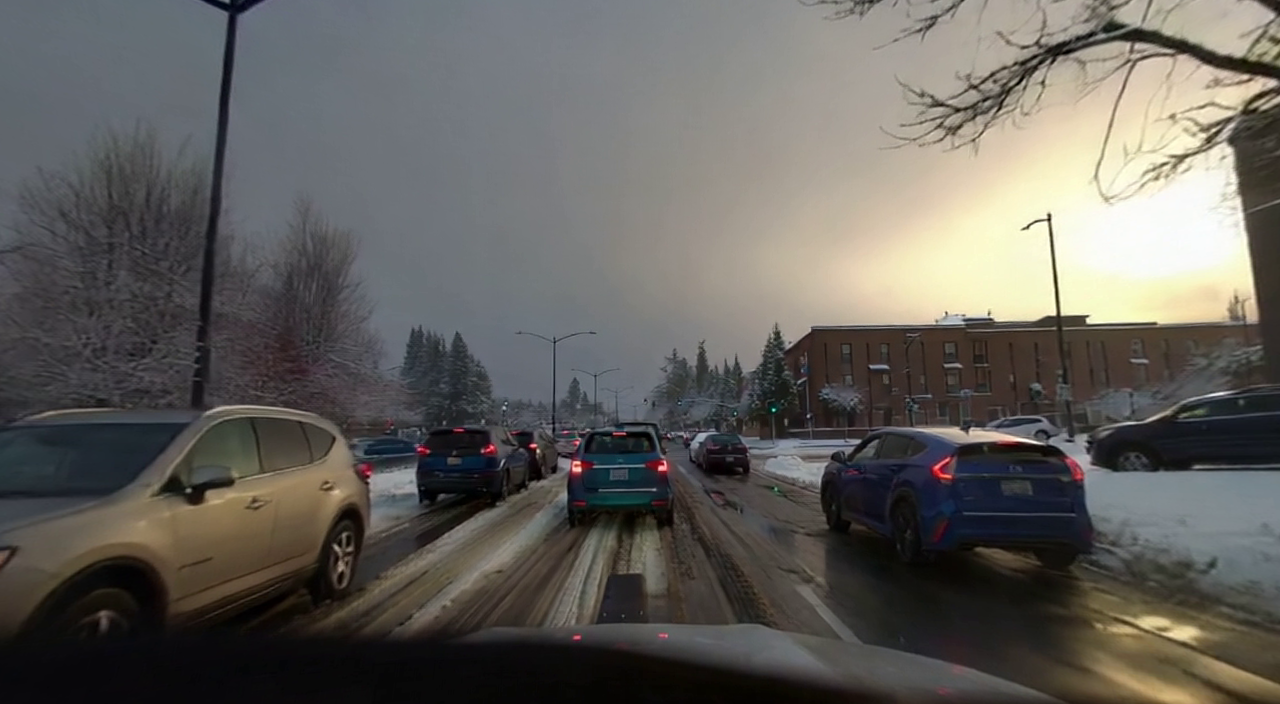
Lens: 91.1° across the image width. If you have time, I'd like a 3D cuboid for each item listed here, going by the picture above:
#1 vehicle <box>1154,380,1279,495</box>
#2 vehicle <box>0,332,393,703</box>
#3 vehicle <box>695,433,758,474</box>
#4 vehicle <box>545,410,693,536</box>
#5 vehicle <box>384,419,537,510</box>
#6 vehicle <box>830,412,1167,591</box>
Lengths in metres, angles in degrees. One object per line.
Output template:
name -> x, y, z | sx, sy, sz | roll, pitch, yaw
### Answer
vehicle -> 12.498, 1.506, 11.085 | 4.991, 1.978, 2.090 | -8, -11, 43
vehicle -> -3.440, 0.991, 3.796 | 2.047, 1.710, 4.314 | 0, -8, 1
vehicle -> 3.349, 4.017, 25.066 | 1.948, 1.475, 4.093 | 0, -8, 0
vehicle -> -0.241, 1.945, 10.677 | 2.022, 1.700, 4.084 | 0, -8, 1
vehicle -> -3.728, 2.420, 13.969 | 2.012, 1.701, 4.316 | 0, -8, 1
vehicle -> 3.738, 1.595, 7.523 | 1.847, 1.554, 3.885 | 0, -8, 3
